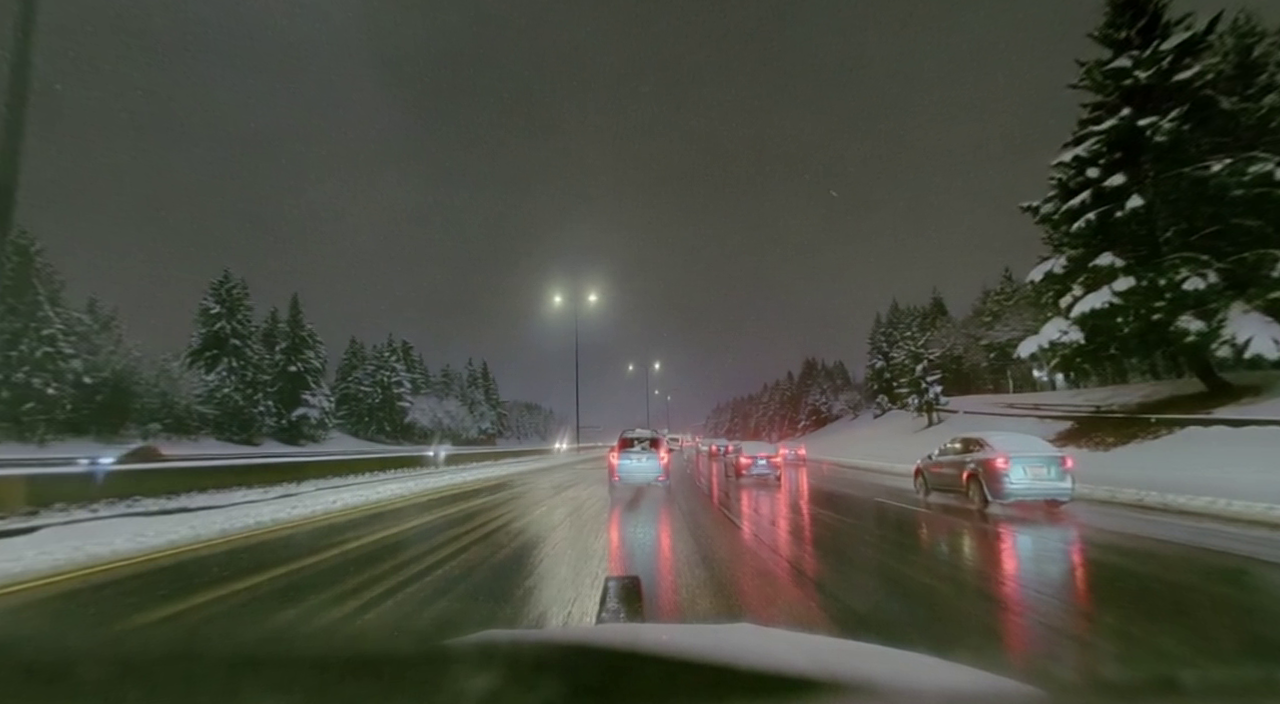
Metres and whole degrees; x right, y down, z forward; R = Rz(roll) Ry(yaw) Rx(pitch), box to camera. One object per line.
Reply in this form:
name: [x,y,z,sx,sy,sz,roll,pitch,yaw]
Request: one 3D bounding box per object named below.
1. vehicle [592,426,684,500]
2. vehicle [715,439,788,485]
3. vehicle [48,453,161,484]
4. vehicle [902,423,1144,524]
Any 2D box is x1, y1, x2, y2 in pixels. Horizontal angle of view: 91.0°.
vehicle: [0.006,2.944,17.005,2.181,1.728,3.970,0,-9,2]
vehicle: [4.074,4.085,23.673,1.999,1.514,4.338,0,-9,1]
vehicle: [-28.148,6.106,33.326,1.861,1.494,4.449,0,-9,4]
vehicle: [7.425,2.400,12.999,2.028,1.657,4.823,0,-9,1]
